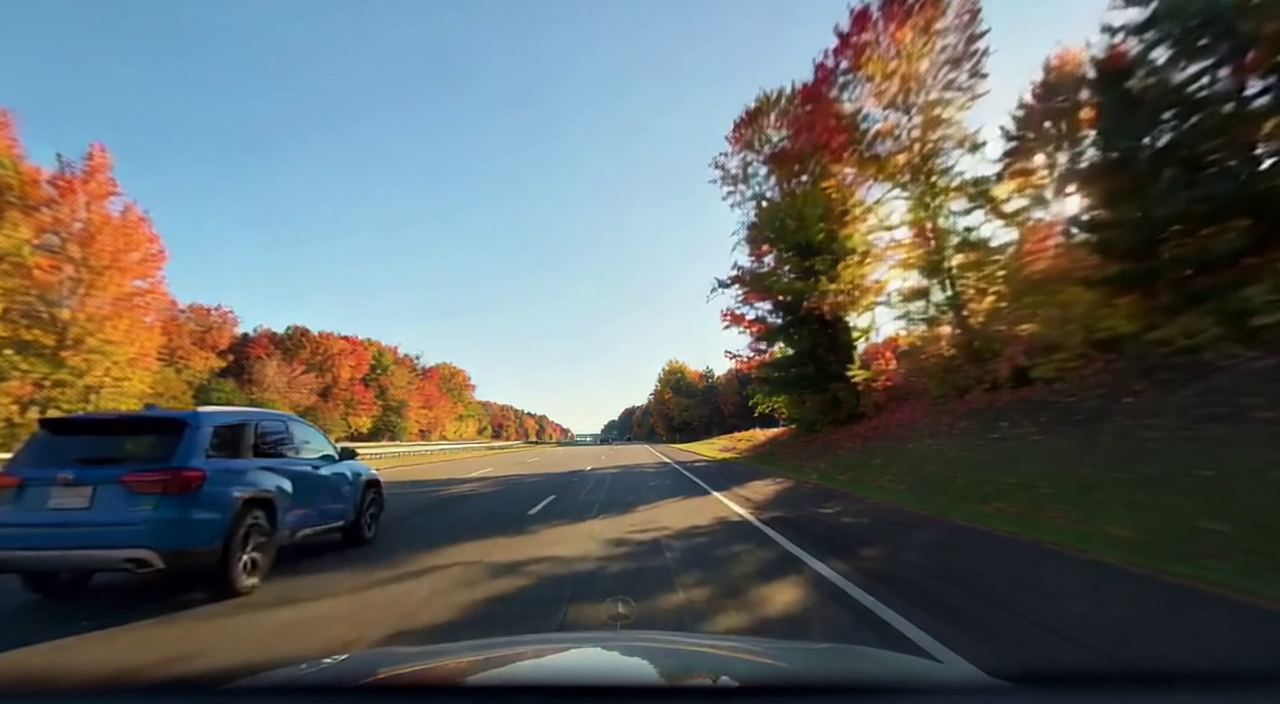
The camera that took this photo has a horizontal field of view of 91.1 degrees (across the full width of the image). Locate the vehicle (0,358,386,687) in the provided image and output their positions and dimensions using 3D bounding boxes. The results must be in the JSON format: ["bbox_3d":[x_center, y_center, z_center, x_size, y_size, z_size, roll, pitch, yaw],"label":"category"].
[{"bbox_3d":[-4.232,1.166,5.526,2.057,1.666,4.552,0,-8,0],"label":"vehicle"}]
